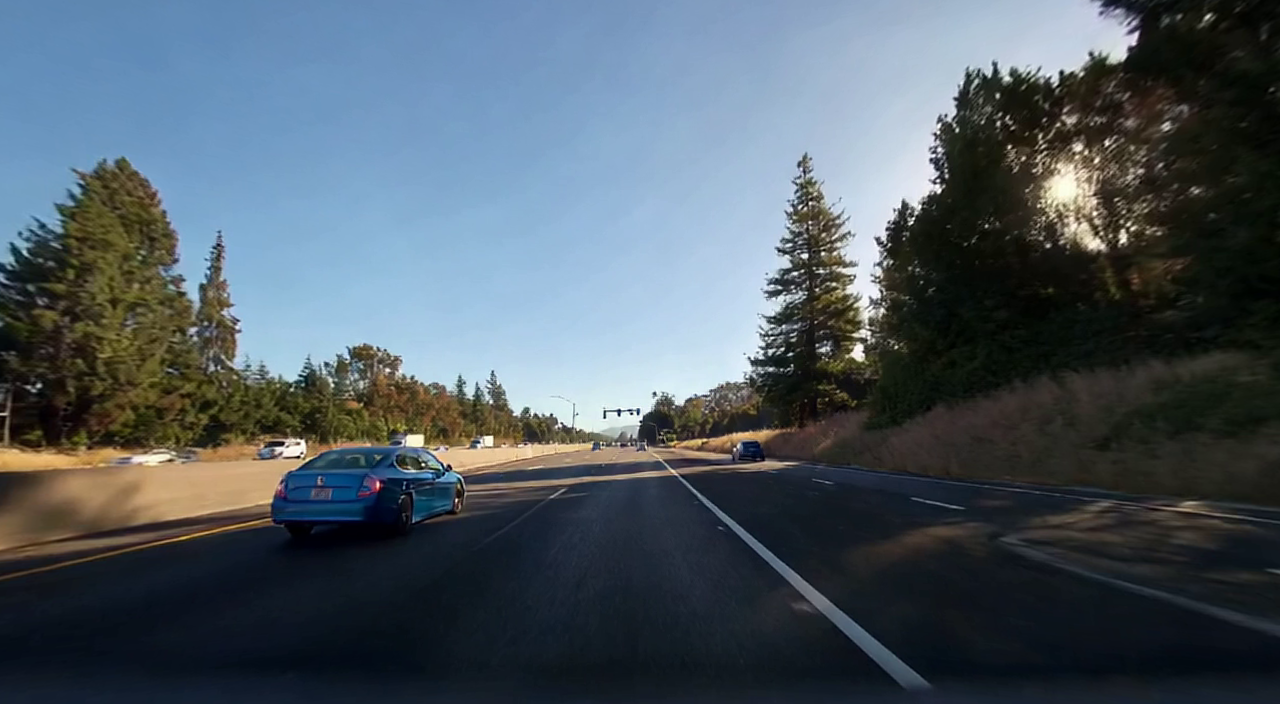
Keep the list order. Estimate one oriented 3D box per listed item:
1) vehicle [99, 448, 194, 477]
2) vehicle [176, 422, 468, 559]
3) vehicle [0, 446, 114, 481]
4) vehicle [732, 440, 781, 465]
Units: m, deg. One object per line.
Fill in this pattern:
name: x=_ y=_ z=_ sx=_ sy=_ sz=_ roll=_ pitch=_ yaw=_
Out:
vehicle: x=-28.813 y=6.424 z=36.937 sx=1.872 sy=1.599 sz=4.463 roll=0 pitch=-9 yaw=1
vehicle: x=-4.190 y=1.895 z=9.354 sx=1.987 sy=1.516 sz=4.478 roll=0 pitch=-9 yaw=0
vehicle: x=-32.671 y=6.173 z=35.174 sx=1.982 sy=1.783 sz=5.261 roll=0 pitch=-9 yaw=-1
vehicle: x=7.368 y=6.423 z=40.281 sx=2.049 sy=1.481 sz=4.774 roll=0 pitch=-9 yaw=-2
